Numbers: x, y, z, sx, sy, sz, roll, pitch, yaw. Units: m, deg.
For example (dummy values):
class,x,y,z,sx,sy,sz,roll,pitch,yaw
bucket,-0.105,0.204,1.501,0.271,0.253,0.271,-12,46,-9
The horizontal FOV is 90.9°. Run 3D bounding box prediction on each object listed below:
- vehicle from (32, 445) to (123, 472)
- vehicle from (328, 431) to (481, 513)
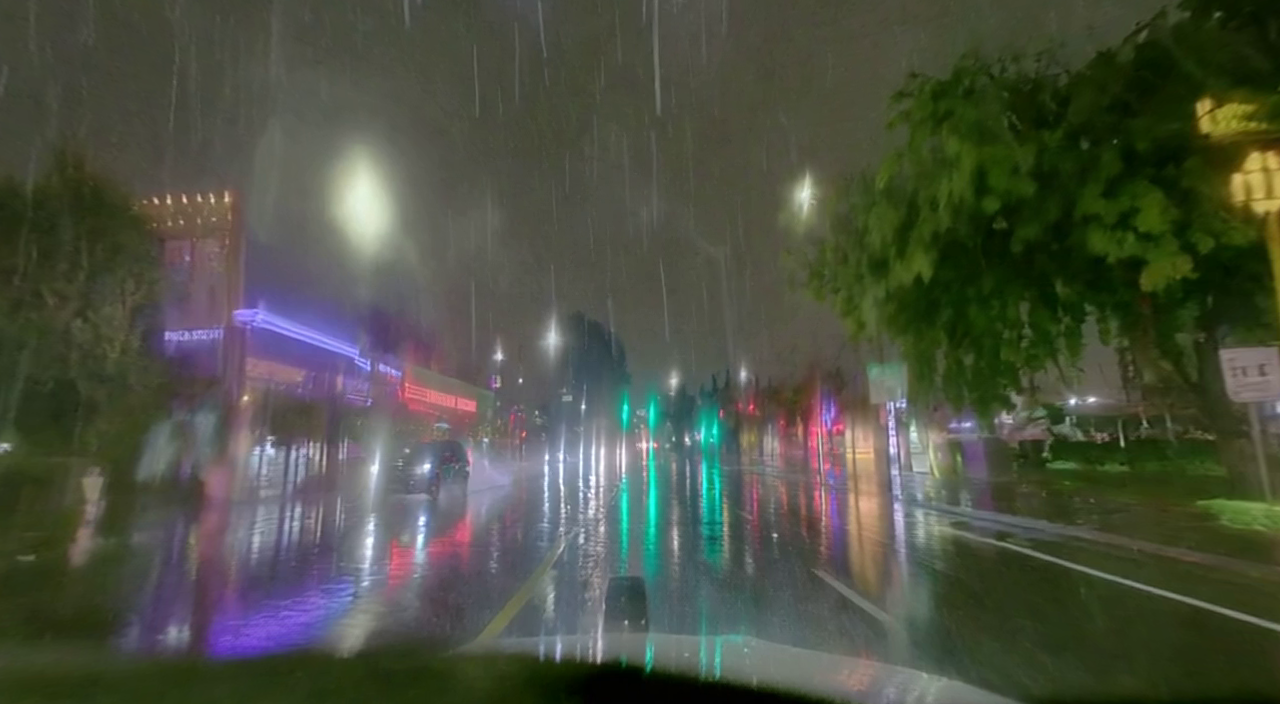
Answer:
class,x,y,z,sx,sy,sz,roll,pitch,yaw
vehicle,-37.772,7.156,42.391,4.267,1.730,1.934,0,-8,1
vehicle,-5.580,2.882,15.691,2.055,1.714,4.374,0,-8,1
